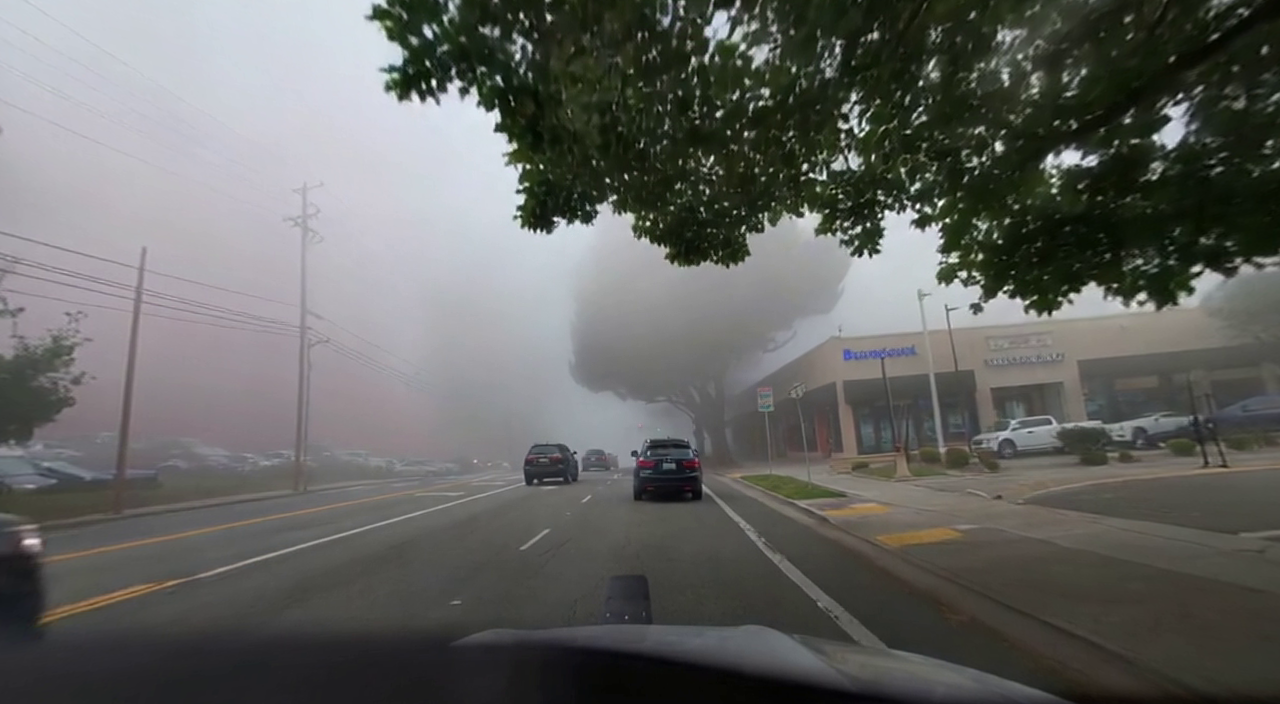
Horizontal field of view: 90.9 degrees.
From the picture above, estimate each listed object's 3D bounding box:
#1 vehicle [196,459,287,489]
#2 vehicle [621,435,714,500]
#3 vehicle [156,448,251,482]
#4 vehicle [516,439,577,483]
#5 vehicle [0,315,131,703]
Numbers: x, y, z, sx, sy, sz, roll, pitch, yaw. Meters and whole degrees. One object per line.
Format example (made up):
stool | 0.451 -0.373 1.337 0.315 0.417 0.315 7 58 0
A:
vehicle | -22.625 6.903 36.036 1.862 1.468 4.708 -1 -8 5
vehicle | 0.650 3.244 18.132 2.108 1.612 4.246 1 -8 -5
vehicle | -28.657 7.399 41.448 4.703 2.084 2.143 -1 -8 5
vehicle | -3.819 4.531 26.482 1.862 1.694 4.315 0 -8 1
vehicle | -3.598 0.493 0.428 2.064 1.859 5.154 0 -8 2
